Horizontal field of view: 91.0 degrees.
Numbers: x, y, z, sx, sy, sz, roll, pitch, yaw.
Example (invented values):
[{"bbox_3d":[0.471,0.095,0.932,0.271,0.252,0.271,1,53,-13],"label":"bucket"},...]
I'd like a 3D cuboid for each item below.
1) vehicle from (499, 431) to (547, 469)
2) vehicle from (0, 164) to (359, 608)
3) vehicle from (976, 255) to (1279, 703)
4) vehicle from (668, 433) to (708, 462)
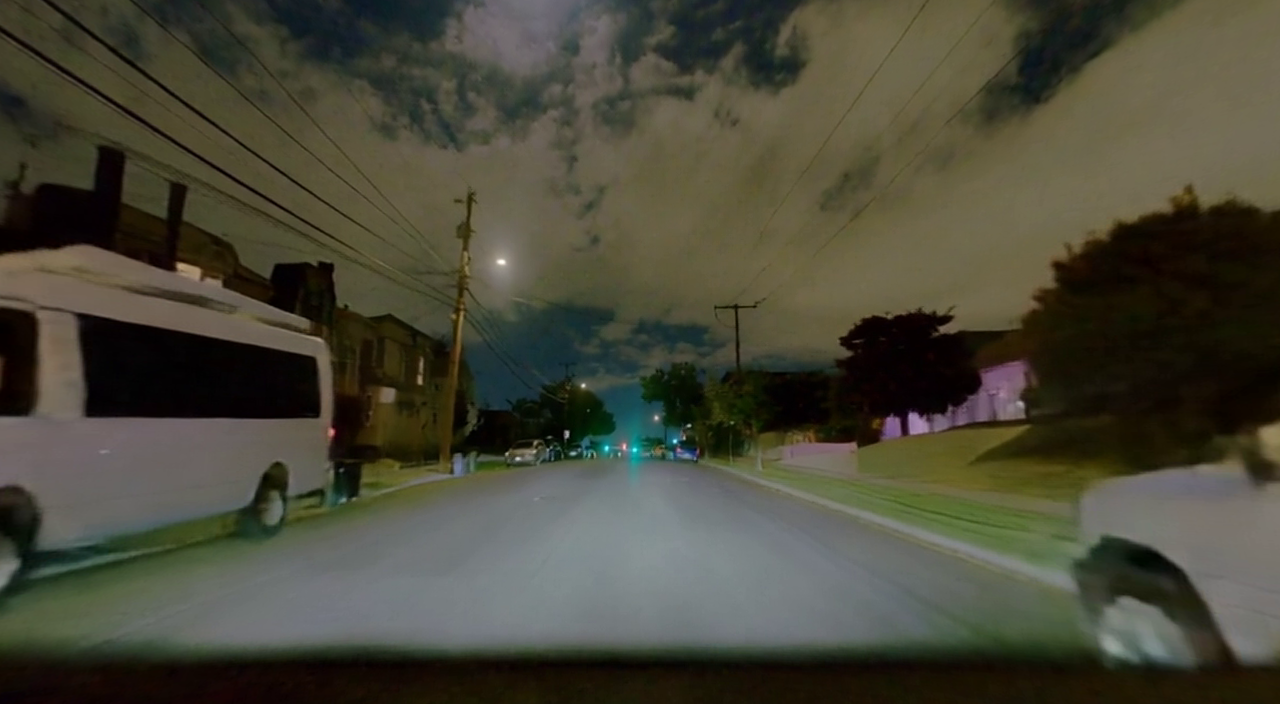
[{"bbox_3d":[-7.176,6.137,39.040,1.947,1.480,4.330,-3,-19,2],"label":"vehicle"},{"bbox_3d":[-6.710,0.569,7.658,3.115,3.562,7.695,-2,-6,0],"label":"vehicle"},{"bbox_3d":[3.401,0.547,1.180,2.328,2.042,5.559,0,-9,-2],"label":"vehicle"},{"bbox_3d":[3.110,6.395,42.172,2.159,1.760,5.345,0,-9,-1],"label":"vehicle"}]
